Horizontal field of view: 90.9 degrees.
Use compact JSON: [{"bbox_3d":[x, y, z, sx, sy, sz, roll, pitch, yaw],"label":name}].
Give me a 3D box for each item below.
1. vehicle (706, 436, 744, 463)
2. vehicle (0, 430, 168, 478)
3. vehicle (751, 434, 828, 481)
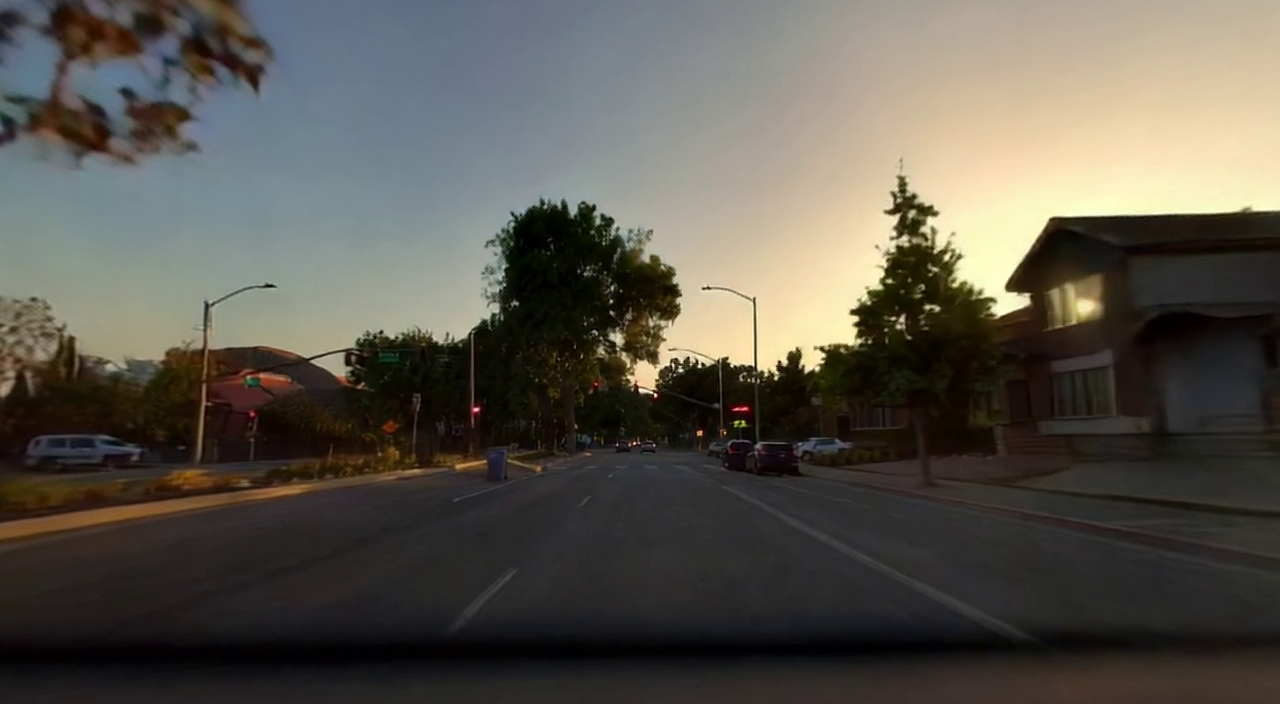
[{"bbox_3d":[6.606,7.636,49.433,2.293,1.942,5.004,0,-8,1],"label":"vehicle"},{"bbox_3d":[-42.041,7.633,47.513,10.437,3.440,2.994,0,-7,1],"label":"vehicle"},{"bbox_3d":[6.167,4.400,26.591,2.094,1.766,4.792,0,-8,0],"label":"vehicle"}]
